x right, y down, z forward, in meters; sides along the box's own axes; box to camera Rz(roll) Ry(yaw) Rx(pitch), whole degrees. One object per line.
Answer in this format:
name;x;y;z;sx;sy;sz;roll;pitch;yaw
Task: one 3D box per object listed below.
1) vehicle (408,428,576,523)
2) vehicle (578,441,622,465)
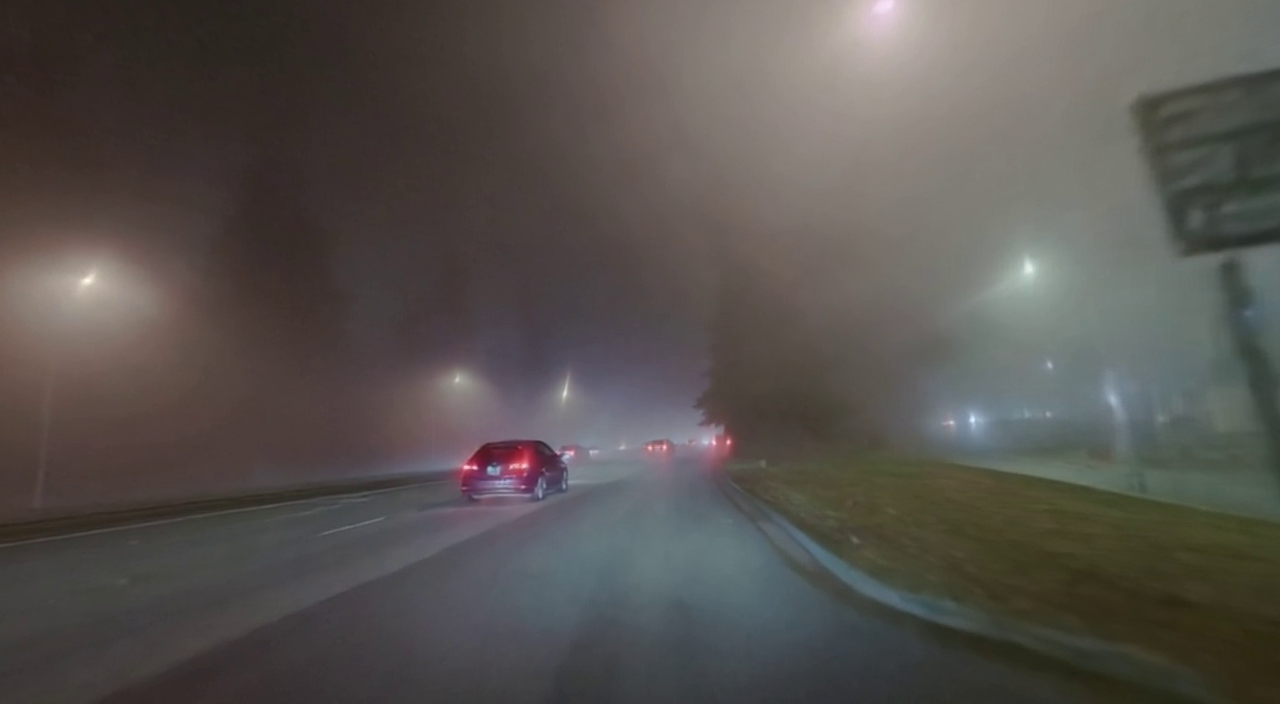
vehicle;-2.870;2.540;13.535;2.082;1.638;4.644;-2;-8;6
vehicle;-2.531;6.566;41.103;1.860;1.442;4.332;-2;-9;11
